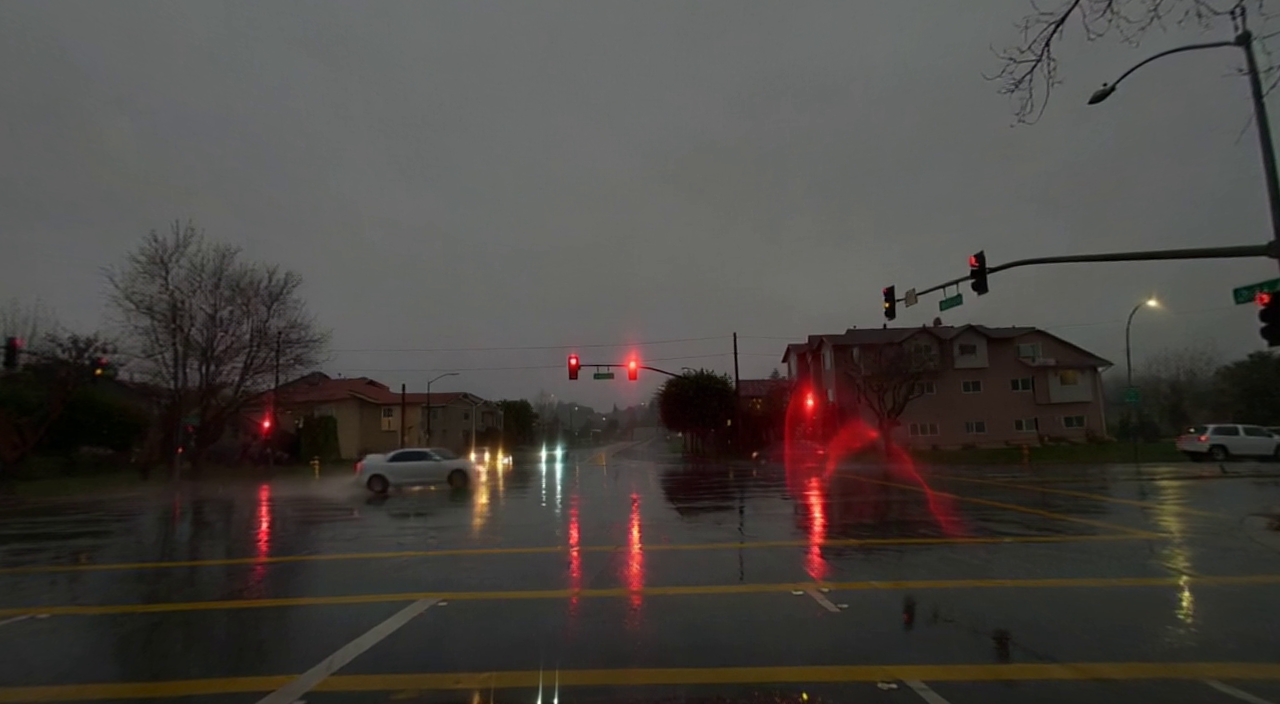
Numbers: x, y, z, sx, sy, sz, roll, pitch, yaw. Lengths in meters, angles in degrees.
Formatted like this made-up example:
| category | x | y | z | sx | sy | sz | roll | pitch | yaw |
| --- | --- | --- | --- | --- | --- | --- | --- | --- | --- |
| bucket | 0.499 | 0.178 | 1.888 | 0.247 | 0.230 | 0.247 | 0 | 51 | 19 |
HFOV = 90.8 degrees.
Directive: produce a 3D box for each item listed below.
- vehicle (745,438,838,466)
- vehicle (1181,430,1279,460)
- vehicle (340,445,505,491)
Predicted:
| category | x | y | z | sx | sy | sz | roll | pitch | yaw |
| --- | --- | --- | --- | --- | --- | --- | --- | --- | --- |
| vehicle | 8.795 | 5.839 | 36.943 | 4.873 | 1.539 | 1.932 | -8 | -11 | 40 |
| vehicle | 31.321 | 4.879 | 33.015 | 4.318 | 1.488 | 1.870 | 0 | -9 | -1 |
| vehicle | -7.210 | 3.879 | 21.327 | 4.823 | 1.449 | 2.017 | -1 | -9 | 1 |
